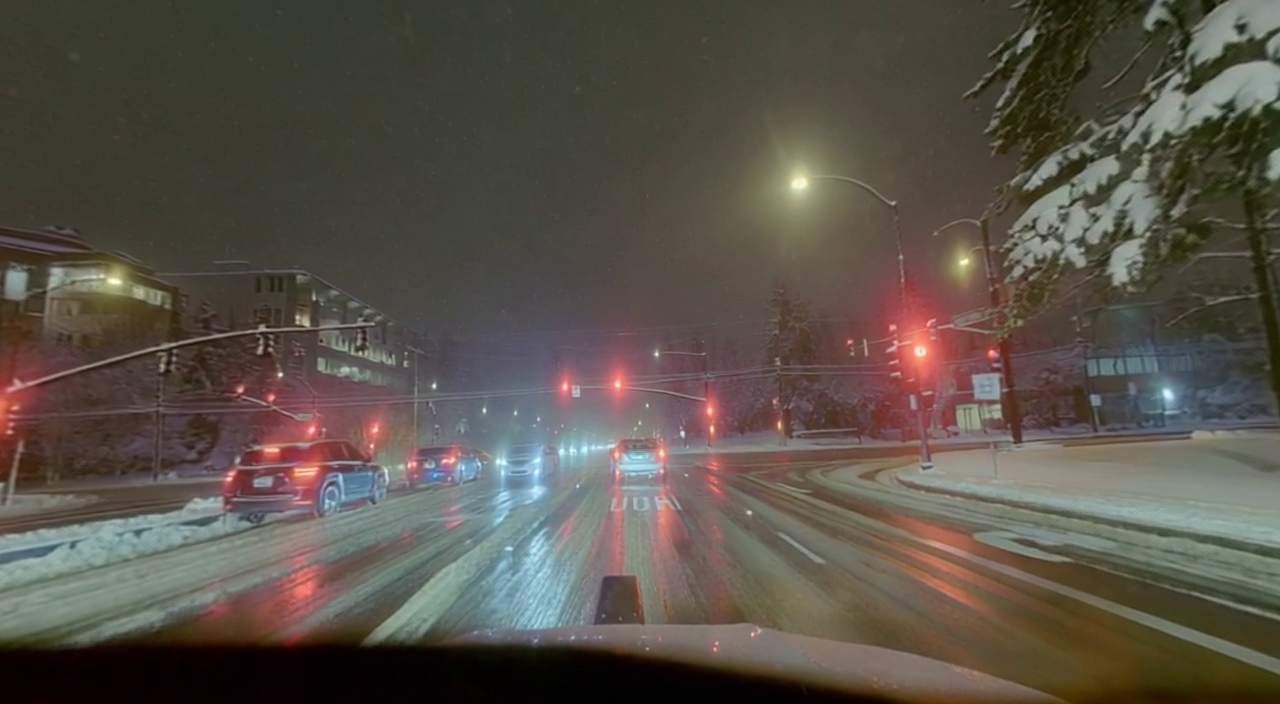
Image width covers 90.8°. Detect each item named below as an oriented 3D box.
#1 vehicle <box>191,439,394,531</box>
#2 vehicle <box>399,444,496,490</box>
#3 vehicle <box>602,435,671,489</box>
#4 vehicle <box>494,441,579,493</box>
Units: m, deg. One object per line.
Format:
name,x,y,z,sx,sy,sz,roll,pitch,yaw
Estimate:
vehicle,-6.869,2.624,13.095,1.869,1.570,4.064,0,-8,0
vehicle,-6.727,4.043,22.589,2.074,1.447,4.224,0,-8,1
vehicle,-0.096,3.482,20.349,1.985,1.521,3.968,0,-8,0
vehicle,-3.140,3.572,20.007,1.946,1.437,4.154,0,-8,1
